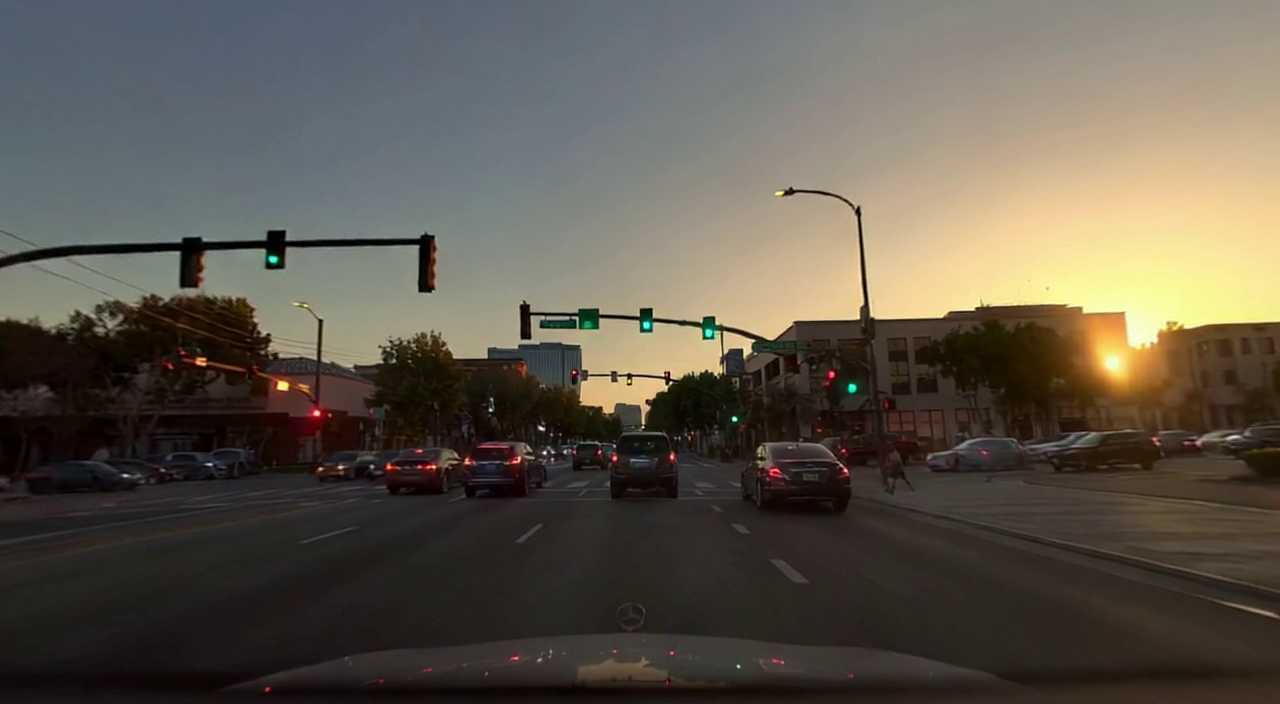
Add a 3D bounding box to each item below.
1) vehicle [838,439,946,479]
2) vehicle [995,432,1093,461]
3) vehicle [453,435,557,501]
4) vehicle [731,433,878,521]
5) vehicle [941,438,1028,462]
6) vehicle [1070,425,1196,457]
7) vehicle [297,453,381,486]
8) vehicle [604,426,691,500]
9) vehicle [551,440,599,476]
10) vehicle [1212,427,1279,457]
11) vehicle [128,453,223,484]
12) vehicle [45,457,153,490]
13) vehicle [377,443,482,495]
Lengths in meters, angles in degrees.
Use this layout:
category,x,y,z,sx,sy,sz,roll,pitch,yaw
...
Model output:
category,x,y,z,sx,sy,sz,roll,pitch,yaw
vehicle,10.211,4.279,25.420,4.566,1.457,1.986,7,-11,-39
vehicle,23.086,5.425,36.159,4.236,1.617,1.832,-1,-9,10
vehicle,-3.642,3.205,17.827,1.886,1.599,4.247,0,-8,1
vehicle,3.151,2.477,13.076,2.030,1.492,4.383,0,-9,2
vehicle,21.511,6.154,39.502,4.315,1.461,1.803,-1,-9,6
vehicle,29.751,5.425,38.200,5.516,1.780,2.064,-2,-10,9
vehicle,-14.767,5.762,31.223,1.857,1.440,4.499,0,-9,1
vehicle,0.213,2.969,17.246,2.075,1.770,4.018,0,-8,1
vehicle,-3.151,5.250,31.360,1.894,1.642,3.861,0,-8,1
vehicle,36.973,5.258,36.939,4.409,1.696,2.180,-2,-9,13
vehicle,-27.683,6.934,37.658,4.221,1.703,1.930,-1,-9,4
vehicle,-29.740,6.639,34.712,4.337,1.690,1.875,-1,-9,5
vehicle,-6.632,3.704,20.361,1.852,1.495,4.211,0,-9,1
